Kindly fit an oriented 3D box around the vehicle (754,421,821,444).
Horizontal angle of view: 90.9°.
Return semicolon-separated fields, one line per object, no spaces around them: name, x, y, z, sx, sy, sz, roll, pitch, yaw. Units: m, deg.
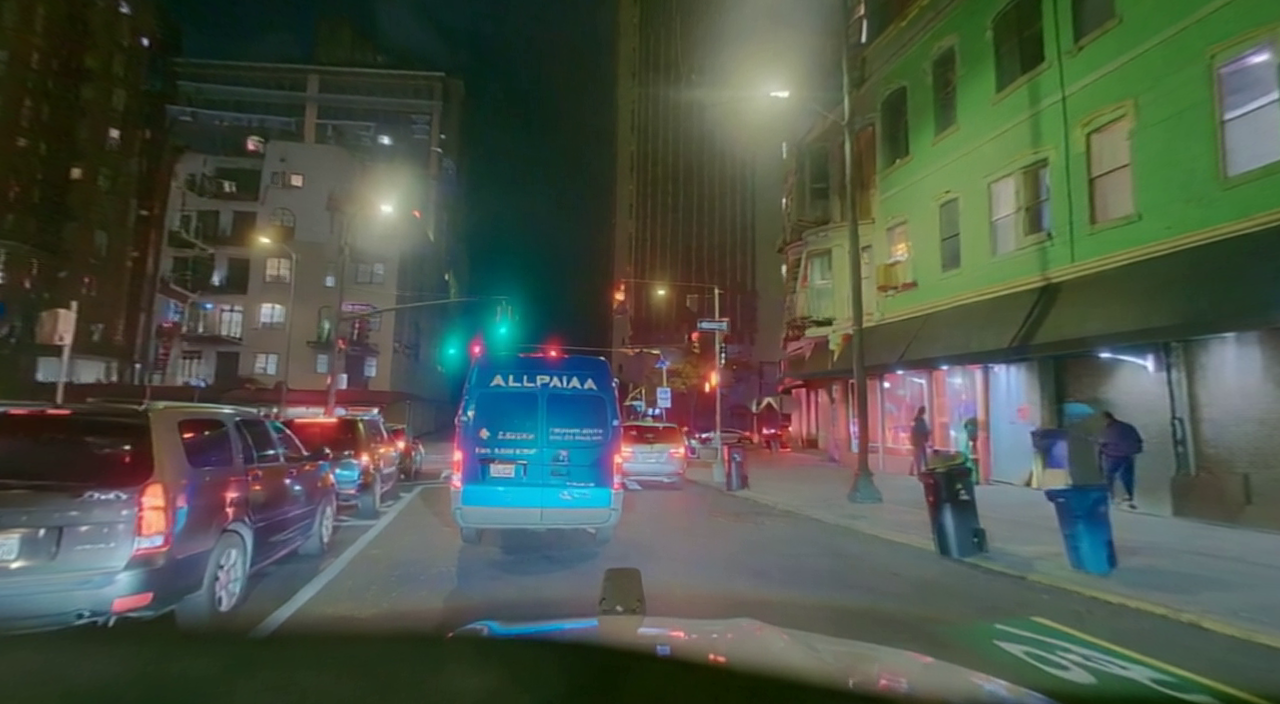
vehicle;9.690;5.336;41.540;3.885;1.449;1.757;2;-8;-14

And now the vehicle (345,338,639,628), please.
vehicle;-1.408;1.159;6.498;1.951;1.907;4.266;2;-8;-12

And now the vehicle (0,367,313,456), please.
vehicle;-19.401;2.497;25.204;10.606;3.178;3.014;2;-8;-14

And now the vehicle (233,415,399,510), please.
vehicle;-5.753;1.966;11.684;1.841;1.461;3.426;2;-8;-12
